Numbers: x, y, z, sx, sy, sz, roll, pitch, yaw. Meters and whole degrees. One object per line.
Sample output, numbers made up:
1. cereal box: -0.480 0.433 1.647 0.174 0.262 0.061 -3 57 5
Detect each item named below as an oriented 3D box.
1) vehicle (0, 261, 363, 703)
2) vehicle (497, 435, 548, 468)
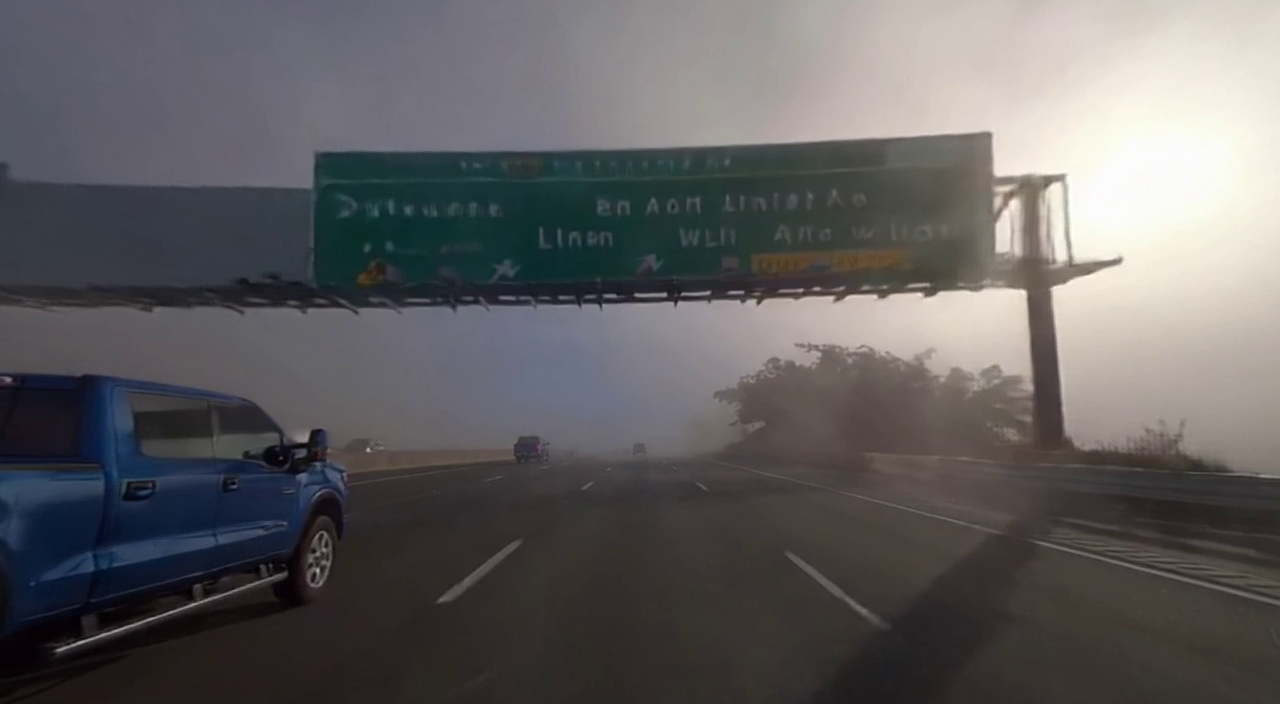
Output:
1. vehicle: -3.753 0.664 2.664 2.339 2.004 6.171 0 -9 0
2. vehicle: -7.398 6.340 40.224 2.260 1.917 5.499 0 -9 0
